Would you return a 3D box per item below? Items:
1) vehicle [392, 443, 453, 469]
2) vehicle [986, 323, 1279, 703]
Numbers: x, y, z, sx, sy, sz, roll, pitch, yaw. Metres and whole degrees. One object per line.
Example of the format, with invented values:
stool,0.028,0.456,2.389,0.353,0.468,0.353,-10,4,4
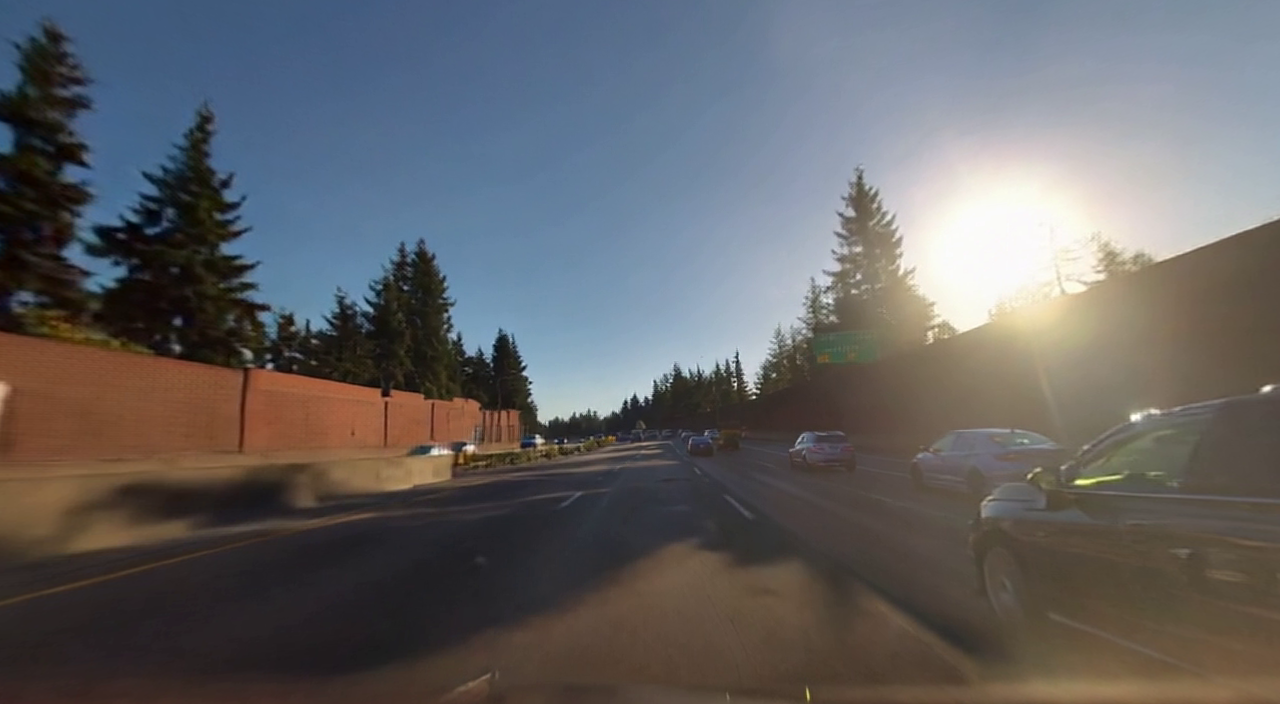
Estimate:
vehicle,-13.059,6.286,38.214,1.958,1.466,4.559,0,-8,1
vehicle,3.874,0.761,2.676,2.190,1.783,4.637,0,-8,1
